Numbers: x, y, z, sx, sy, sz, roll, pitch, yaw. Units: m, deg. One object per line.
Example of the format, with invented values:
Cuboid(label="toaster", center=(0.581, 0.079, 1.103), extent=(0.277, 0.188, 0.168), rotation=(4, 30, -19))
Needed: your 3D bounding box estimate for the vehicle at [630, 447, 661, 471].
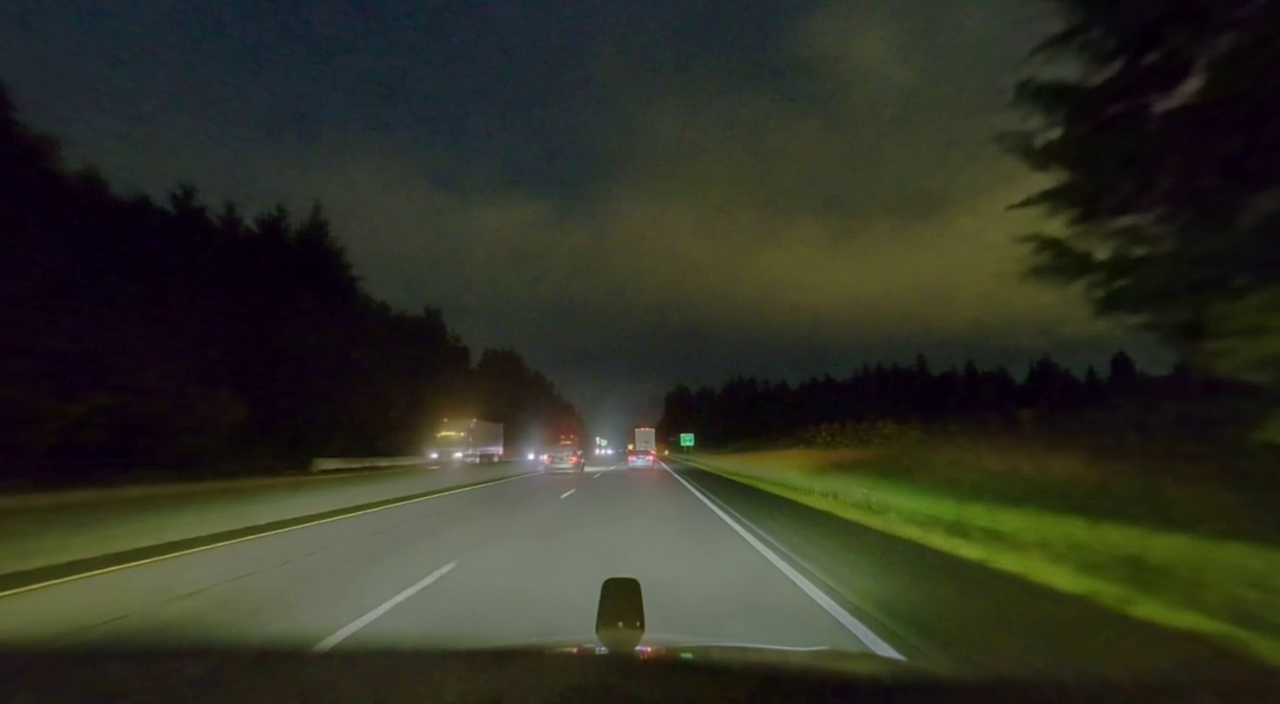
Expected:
Cuboid(label="vehicle", center=(0.338, 6.858, 40.553), extent=(1.853, 1.436, 3.438), rotation=(0, -9, 0))

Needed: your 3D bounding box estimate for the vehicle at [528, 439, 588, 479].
Cuboid(label="vehicle", center=(-3.753, 4.996, 29.703), extent=(2.097, 1.722, 4.808), rotation=(0, -9, 1))
